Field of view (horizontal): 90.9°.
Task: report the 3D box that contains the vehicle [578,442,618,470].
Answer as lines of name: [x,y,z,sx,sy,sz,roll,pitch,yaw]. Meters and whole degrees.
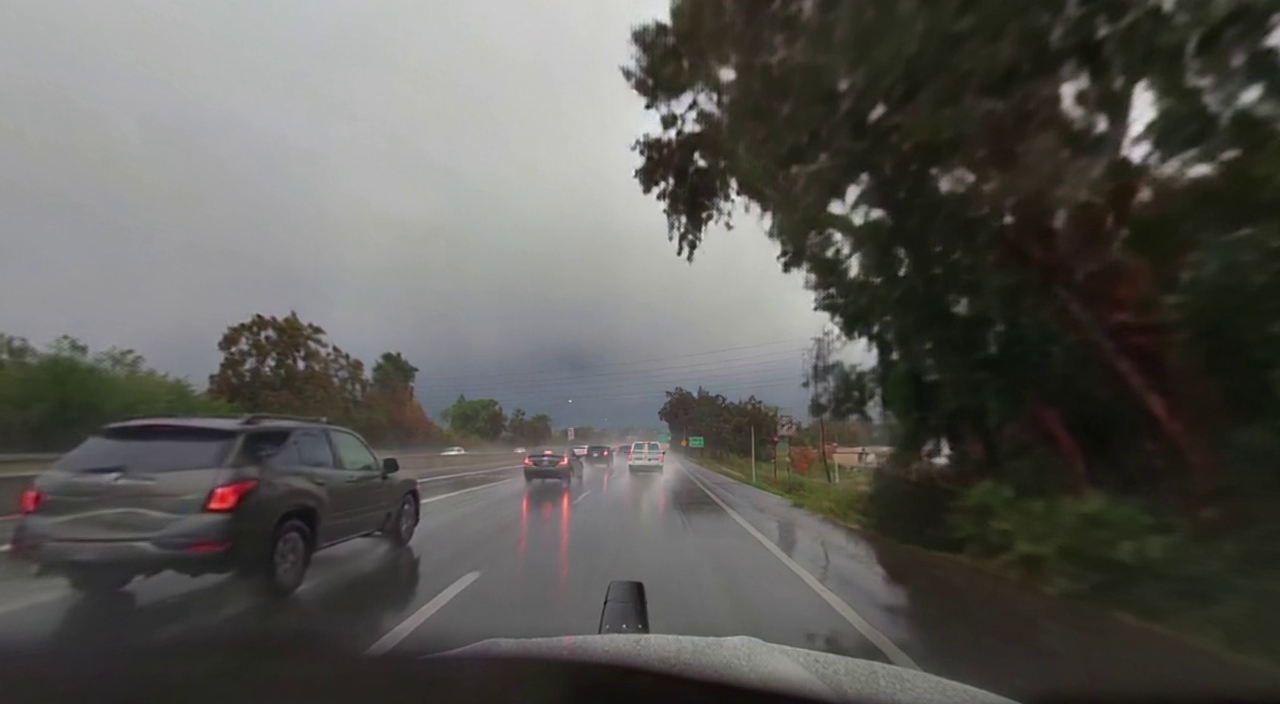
vehicle: [-2.677,6.755,41.067,2.051,1.695,4.731,-1,-8,3]

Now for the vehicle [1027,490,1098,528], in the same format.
vehicle: [30.444,11.286,45.682,2.164,2.048,5.656,-2,-9,11]

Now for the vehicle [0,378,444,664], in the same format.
vehicle: [-3.760,1.375,6.228,2.104,1.754,4.515,0,-8,1]

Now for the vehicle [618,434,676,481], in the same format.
vehicle: [0.310,4.536,27.364,2.319,1.813,4.274,0,-8,1]

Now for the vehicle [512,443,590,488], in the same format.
vehicle: [-3.130,4.079,23.095,2.092,1.464,4.466,0,-8,2]
